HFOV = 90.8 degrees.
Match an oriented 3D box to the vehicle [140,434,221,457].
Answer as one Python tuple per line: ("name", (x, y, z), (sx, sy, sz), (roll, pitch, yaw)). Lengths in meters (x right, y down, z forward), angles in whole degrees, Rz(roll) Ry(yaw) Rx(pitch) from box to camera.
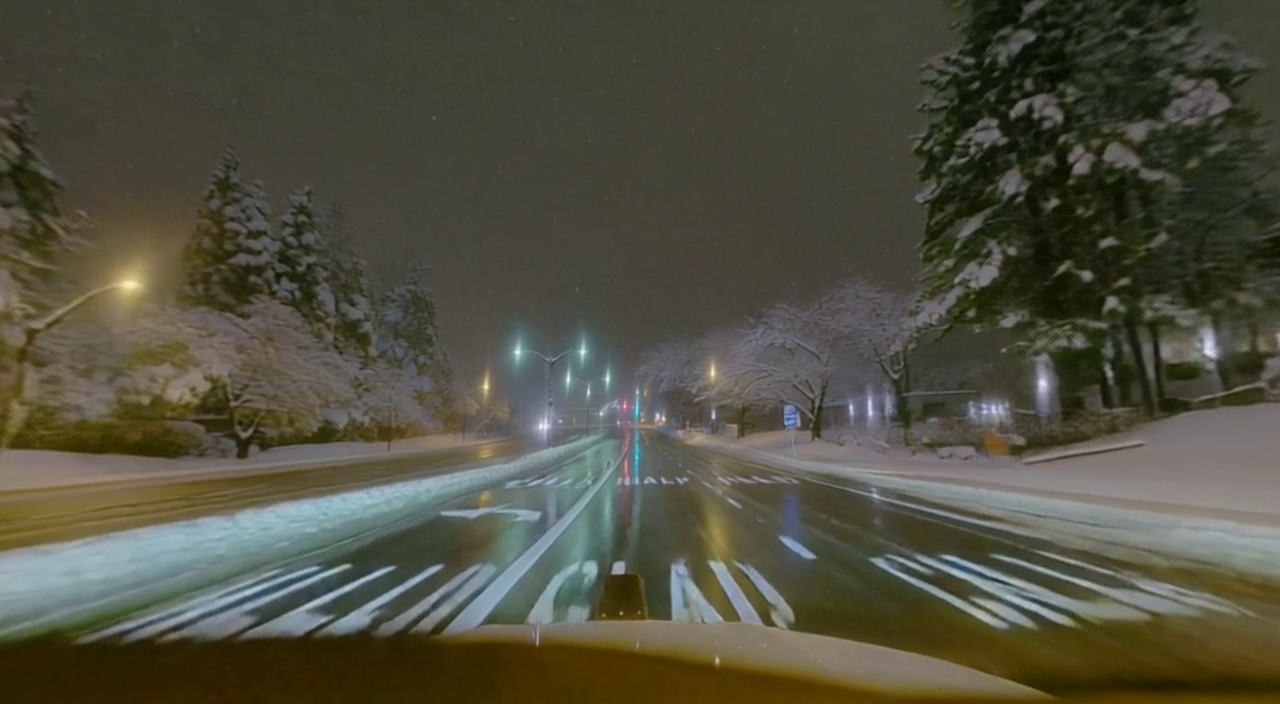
("vehicle", (-33.584, 6.847, 46.212), (4.322, 1.564, 2.204), (-1, -10, 9))
